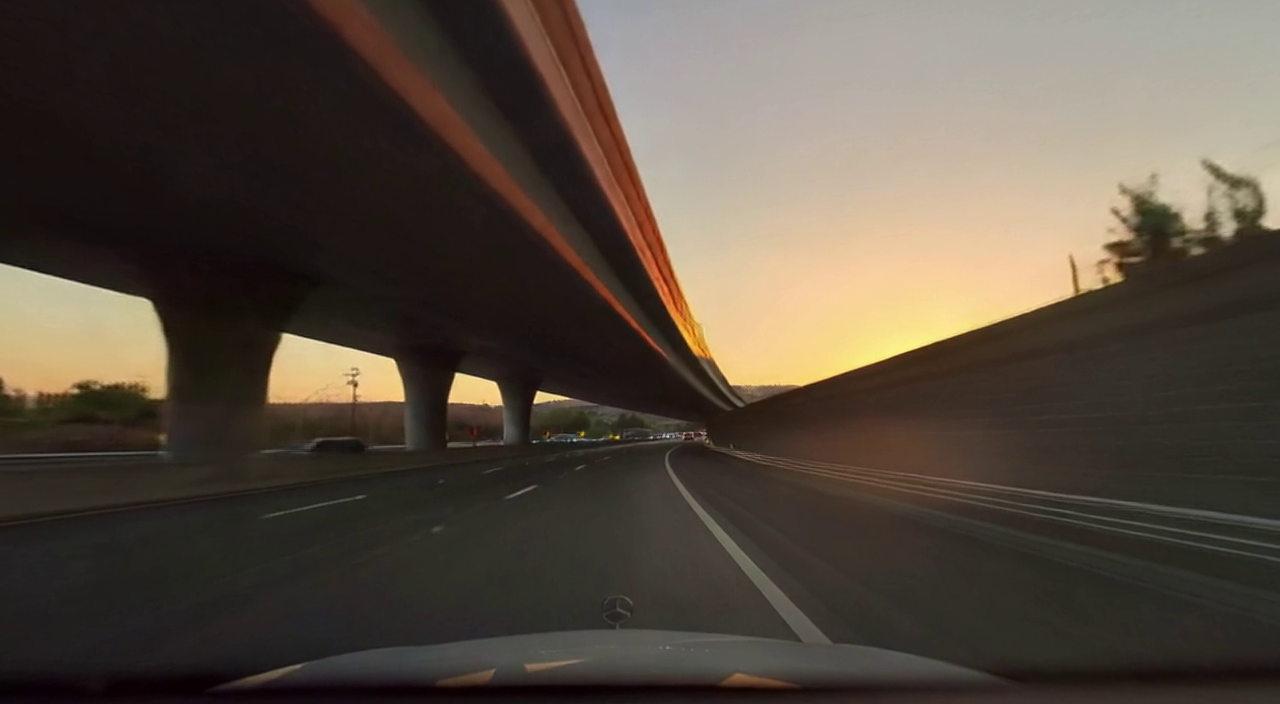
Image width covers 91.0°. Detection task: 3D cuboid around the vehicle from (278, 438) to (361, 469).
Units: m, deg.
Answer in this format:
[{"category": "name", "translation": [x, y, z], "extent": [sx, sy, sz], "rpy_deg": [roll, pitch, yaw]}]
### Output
[{"category": "vehicle", "translation": [-17.091, 5.413, 33.829], "extent": [1.992, 1.547, 4.627], "rpy_deg": [0, -8, 1]}]
